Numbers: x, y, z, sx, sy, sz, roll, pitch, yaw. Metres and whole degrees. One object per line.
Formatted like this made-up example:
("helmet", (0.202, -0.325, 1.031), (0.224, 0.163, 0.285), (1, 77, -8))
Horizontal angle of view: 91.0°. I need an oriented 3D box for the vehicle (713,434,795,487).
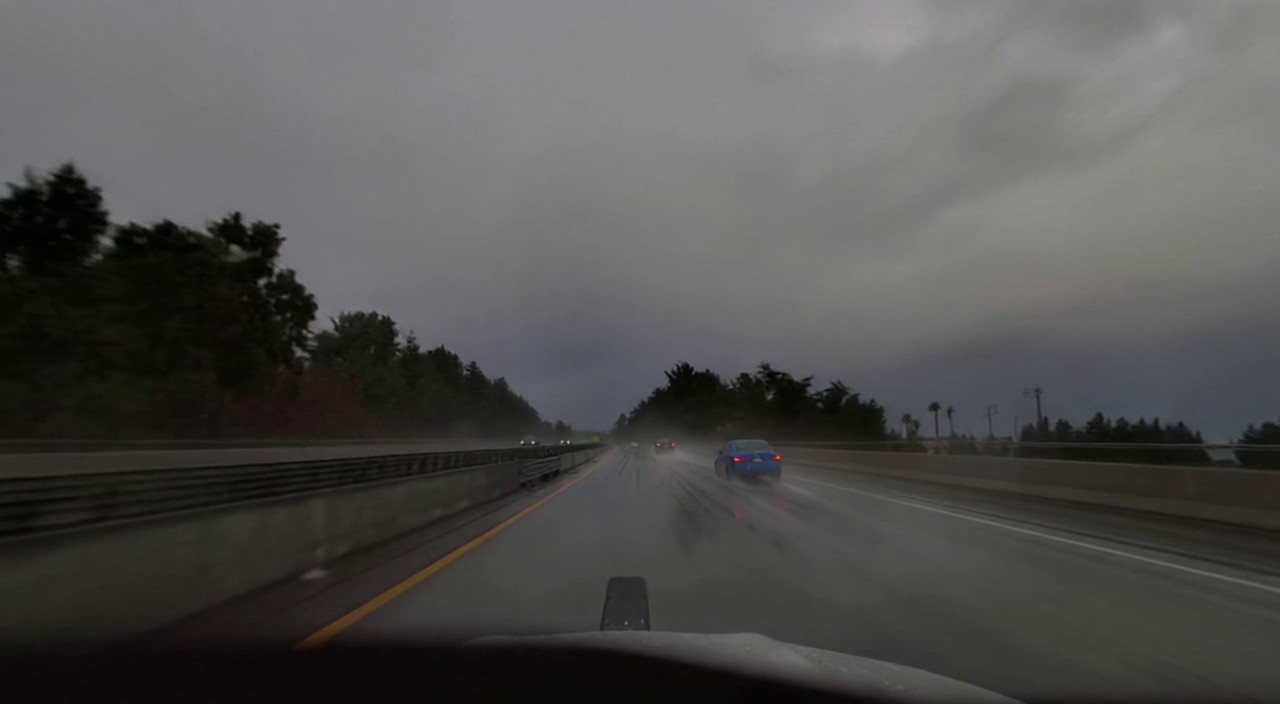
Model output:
("vehicle", (3.557, 3.466, 20.365), (1.945, 1.538, 3.729), (0, -8, 0))
